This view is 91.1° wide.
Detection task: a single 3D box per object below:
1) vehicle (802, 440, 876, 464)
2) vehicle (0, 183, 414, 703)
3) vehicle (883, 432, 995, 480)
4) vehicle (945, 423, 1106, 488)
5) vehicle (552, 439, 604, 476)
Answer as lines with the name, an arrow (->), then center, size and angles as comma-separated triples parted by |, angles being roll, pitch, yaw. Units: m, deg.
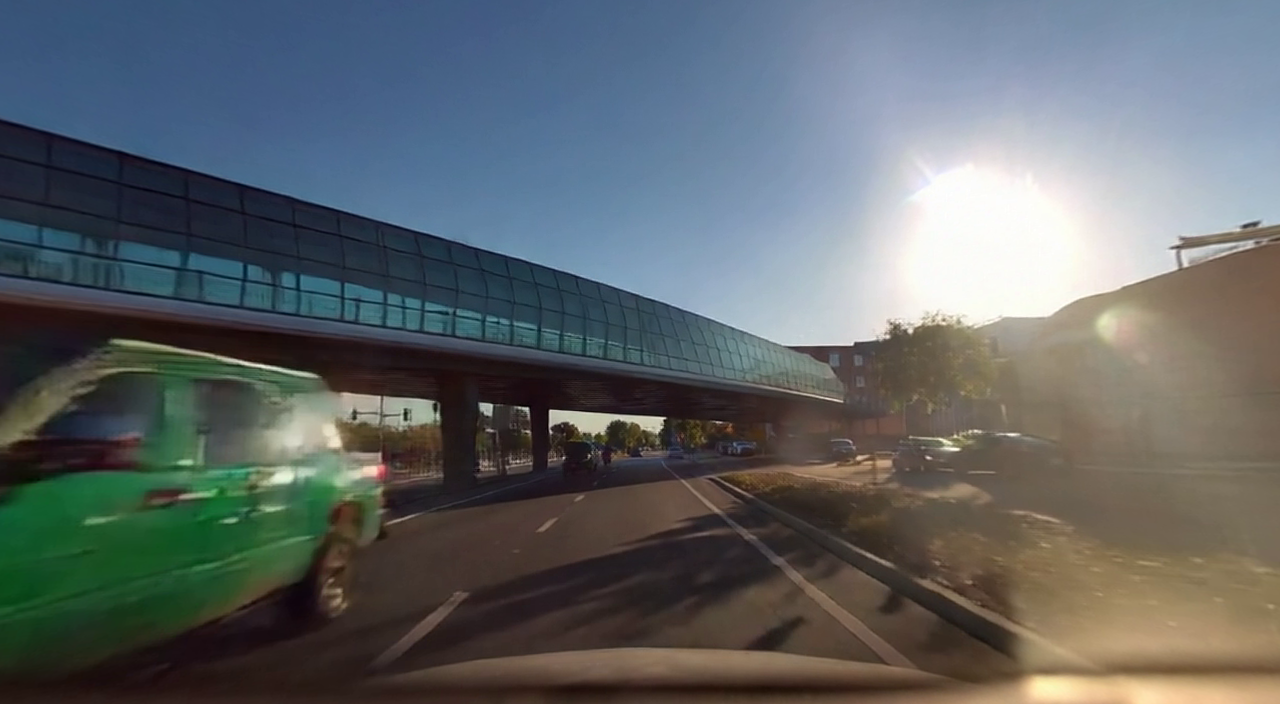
vehicle -> 14.442, 7.244, 45.720 | 2.078, 1.523, 4.760 | 1, -7, -34
vehicle -> -3.798, 0.736, 3.039 | 2.967, 2.369, 6.635 | -2, -9, 0
vehicle -> 11.685, 4.085, 24.949 | 2.189, 1.510, 4.458 | -6, -8, 0
vehicle -> 11.651, 3.162, 19.444 | 2.051, 1.534, 4.466 | -7, -9, 0
vehicle -> -3.746, 6.484, 38.983 | 2.468, 1.993, 5.840 | -3, -9, 1
